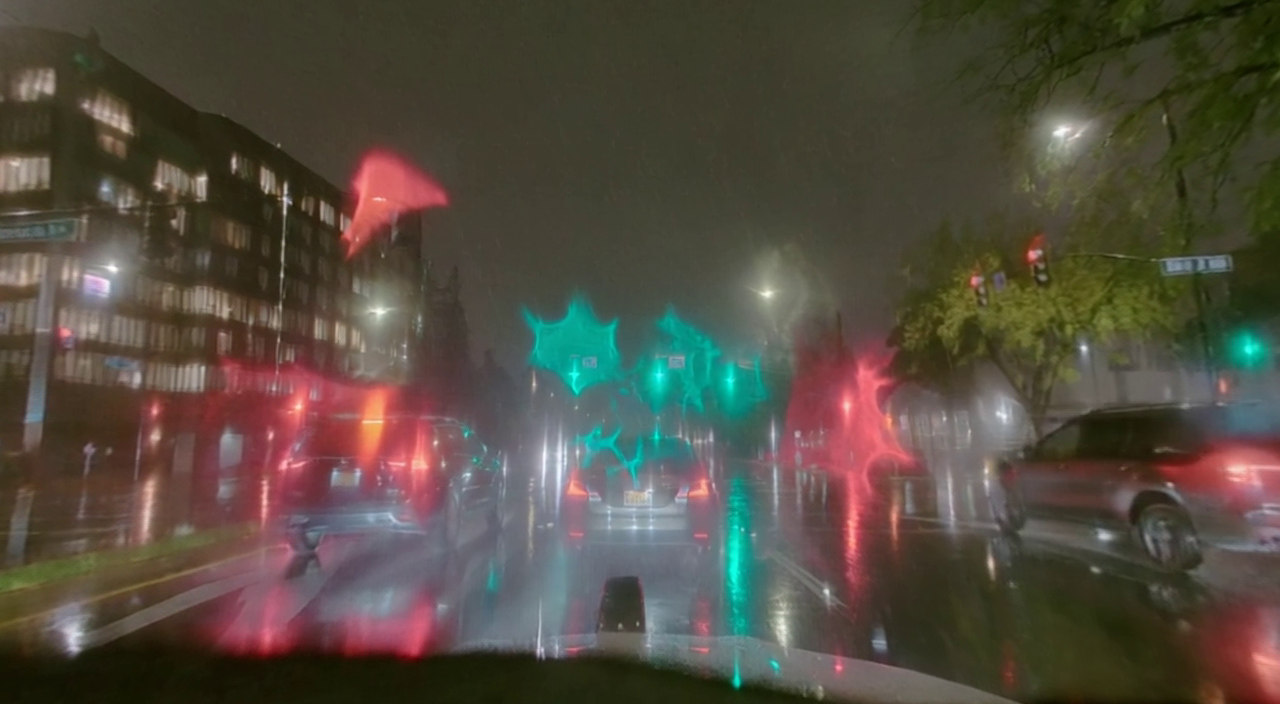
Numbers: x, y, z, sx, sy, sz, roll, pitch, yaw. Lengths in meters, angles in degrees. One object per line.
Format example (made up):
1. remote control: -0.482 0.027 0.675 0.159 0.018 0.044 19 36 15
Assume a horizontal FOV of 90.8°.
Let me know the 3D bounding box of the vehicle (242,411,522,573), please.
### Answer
1. vehicle: -3.184 1.825 9.036 2.081 1.719 4.434 0 -8 0

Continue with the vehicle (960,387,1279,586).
1. vehicle: 6.750 1.631 8.537 2.079 1.828 5.323 0 -8 0

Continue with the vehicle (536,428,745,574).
1. vehicle: 0.019 1.855 8.628 2.190 1.522 3.850 0 -8 0
